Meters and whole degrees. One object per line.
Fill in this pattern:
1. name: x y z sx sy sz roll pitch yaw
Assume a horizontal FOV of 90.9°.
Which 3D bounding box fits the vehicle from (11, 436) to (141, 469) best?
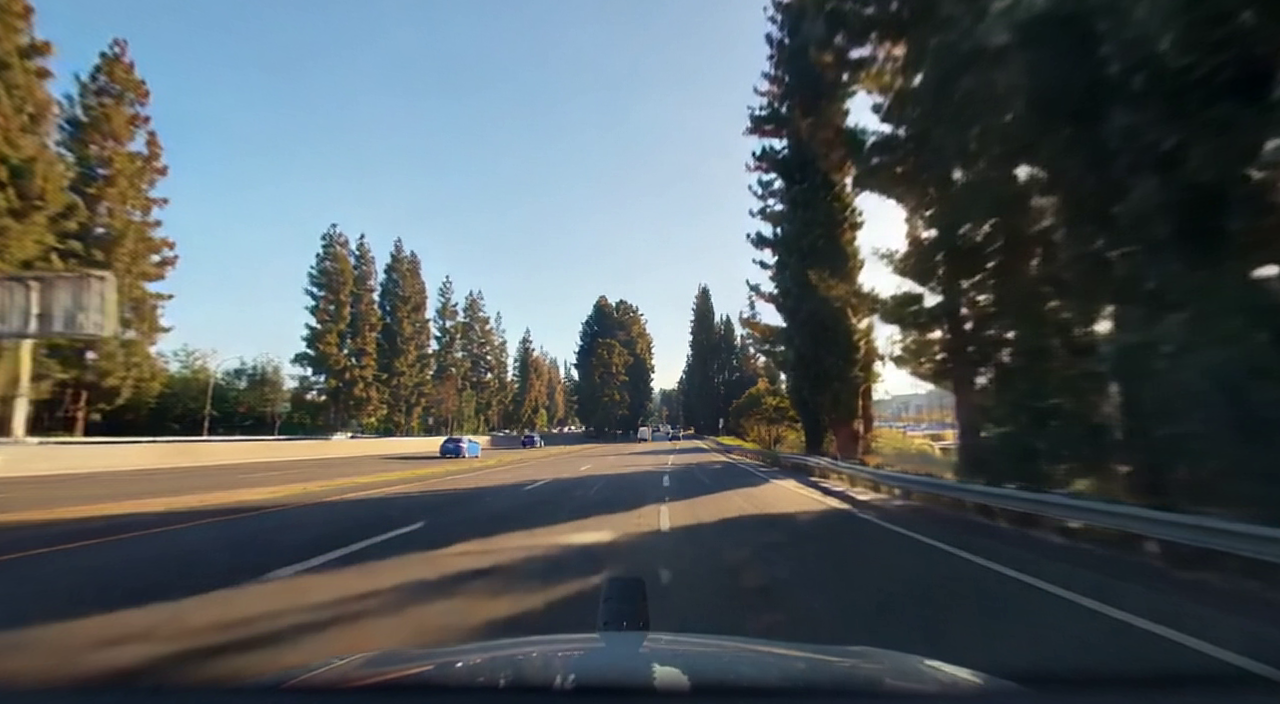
1. vehicle: -27.589 4.929 31.089 1.833 1.472 4.655 -1 -8 6
